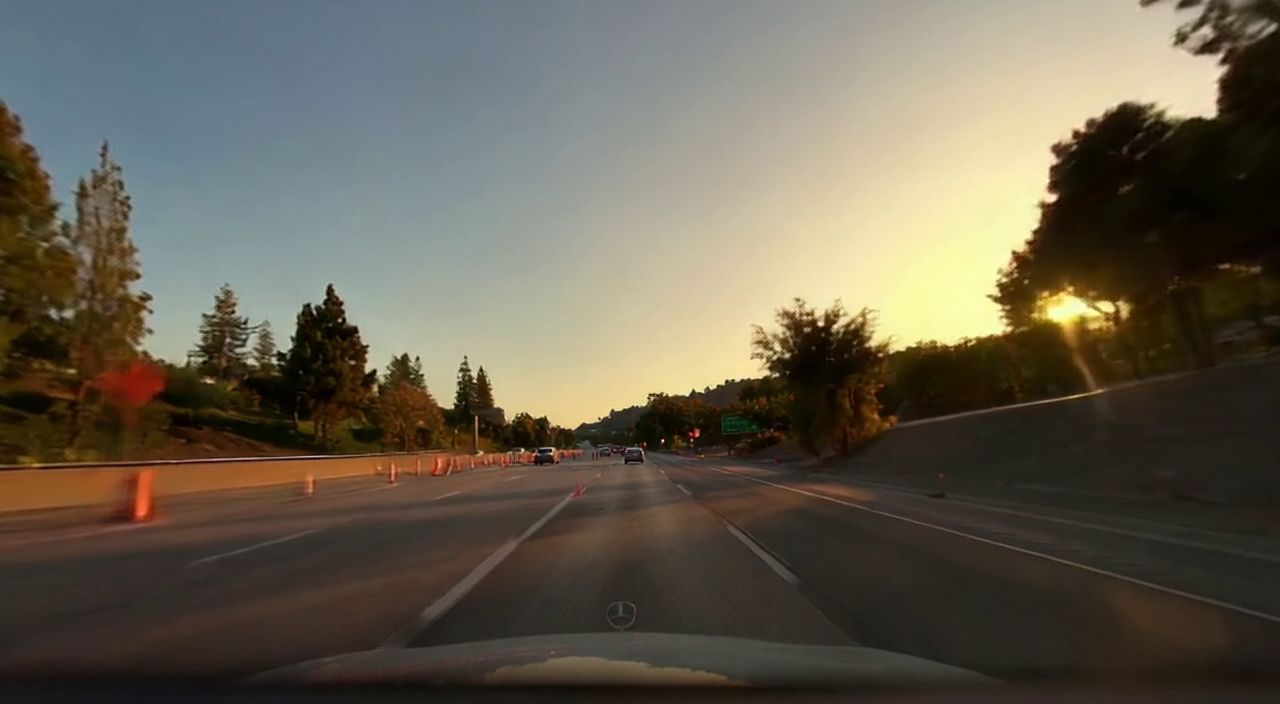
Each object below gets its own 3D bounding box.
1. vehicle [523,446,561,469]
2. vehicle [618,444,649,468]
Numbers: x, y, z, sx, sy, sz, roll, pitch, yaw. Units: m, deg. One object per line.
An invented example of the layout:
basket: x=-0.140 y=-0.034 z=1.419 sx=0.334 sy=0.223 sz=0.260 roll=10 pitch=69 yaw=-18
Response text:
vehicle: x=-6.734 y=7.278 z=43.722 sx=1.997 sy=1.507 sz=4.248 roll=0 pitch=-9 yaw=0
vehicle: x=-0.446 y=7.385 z=44.999 sx=2.109 sy=1.638 sz=3.856 roll=0 pitch=-9 yaw=-1
